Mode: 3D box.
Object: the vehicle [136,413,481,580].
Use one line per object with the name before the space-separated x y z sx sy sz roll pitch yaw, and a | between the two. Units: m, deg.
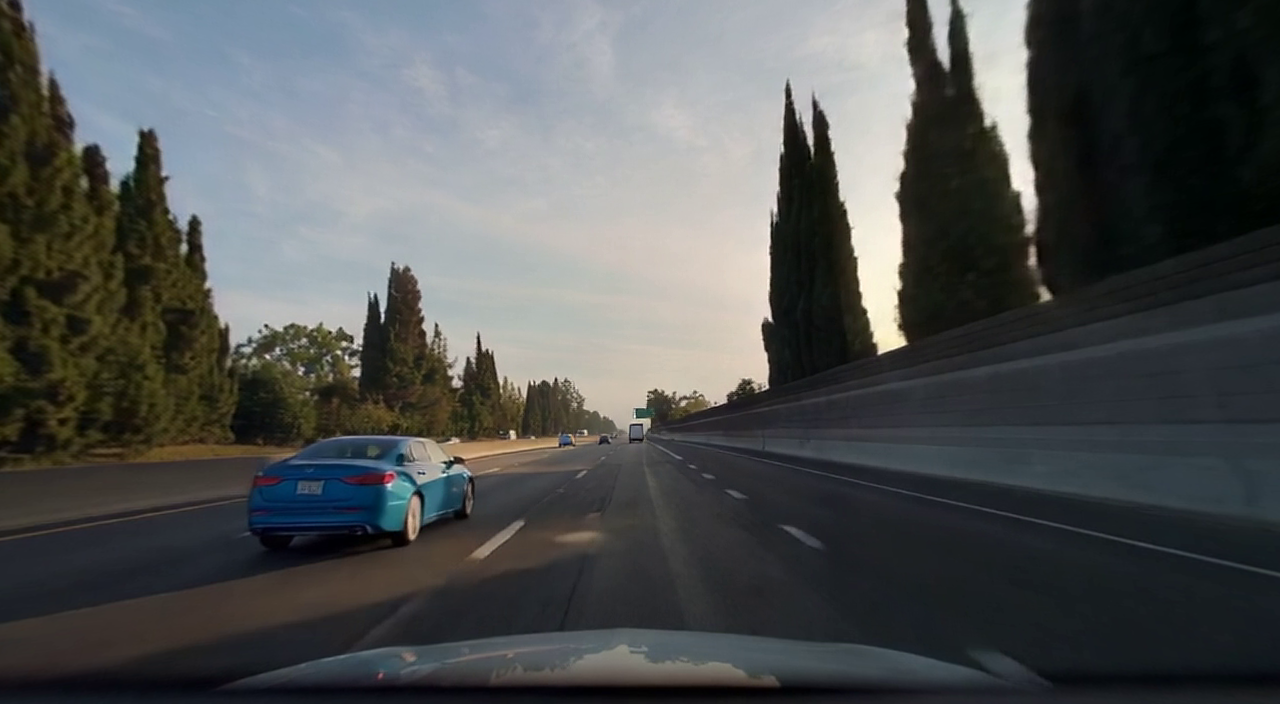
vehicle | -3.511 1.579 7.712 2.079 1.500 3.881 0 -8 0
